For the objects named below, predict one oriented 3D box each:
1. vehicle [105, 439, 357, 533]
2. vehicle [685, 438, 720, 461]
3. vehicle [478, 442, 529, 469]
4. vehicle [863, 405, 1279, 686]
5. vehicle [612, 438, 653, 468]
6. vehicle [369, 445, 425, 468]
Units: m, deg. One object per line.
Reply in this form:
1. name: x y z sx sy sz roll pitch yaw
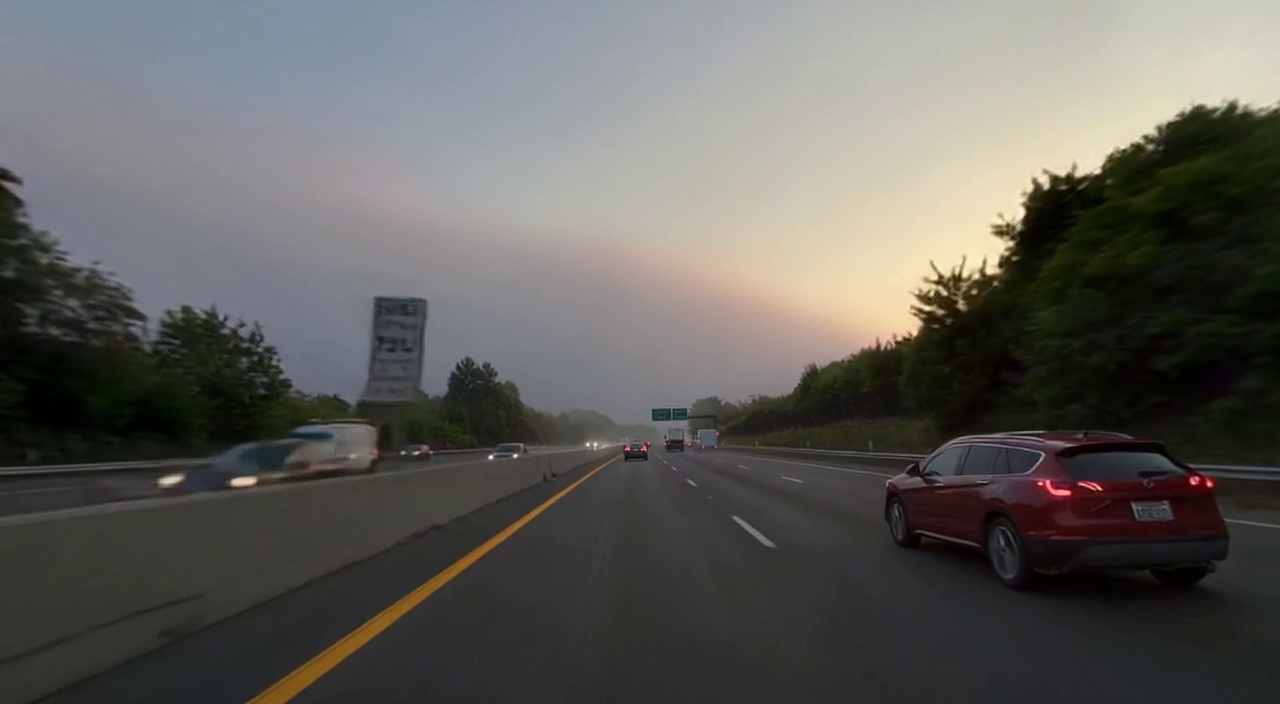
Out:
1. vehicle: -7.763 2.526 12.700 2.012 1.521 4.593 0 -8 0
2. vehicle: 4.340 6.822 44.464 1.995 1.556 3.893 0 -8 -2
3. vehicle: -7.877 5.996 36.825 1.929 1.456 4.458 0 -8 1
4. vehicle: 3.940 1.364 5.825 1.961 1.495 4.743 0 -8 -1
5. vehicle: -0.411 5.319 33.455 2.055 1.466 4.317 0 -8 -1
6. vehicle: -15.666 6.730 40.815 1.916 1.340 4.281 0 -8 0
